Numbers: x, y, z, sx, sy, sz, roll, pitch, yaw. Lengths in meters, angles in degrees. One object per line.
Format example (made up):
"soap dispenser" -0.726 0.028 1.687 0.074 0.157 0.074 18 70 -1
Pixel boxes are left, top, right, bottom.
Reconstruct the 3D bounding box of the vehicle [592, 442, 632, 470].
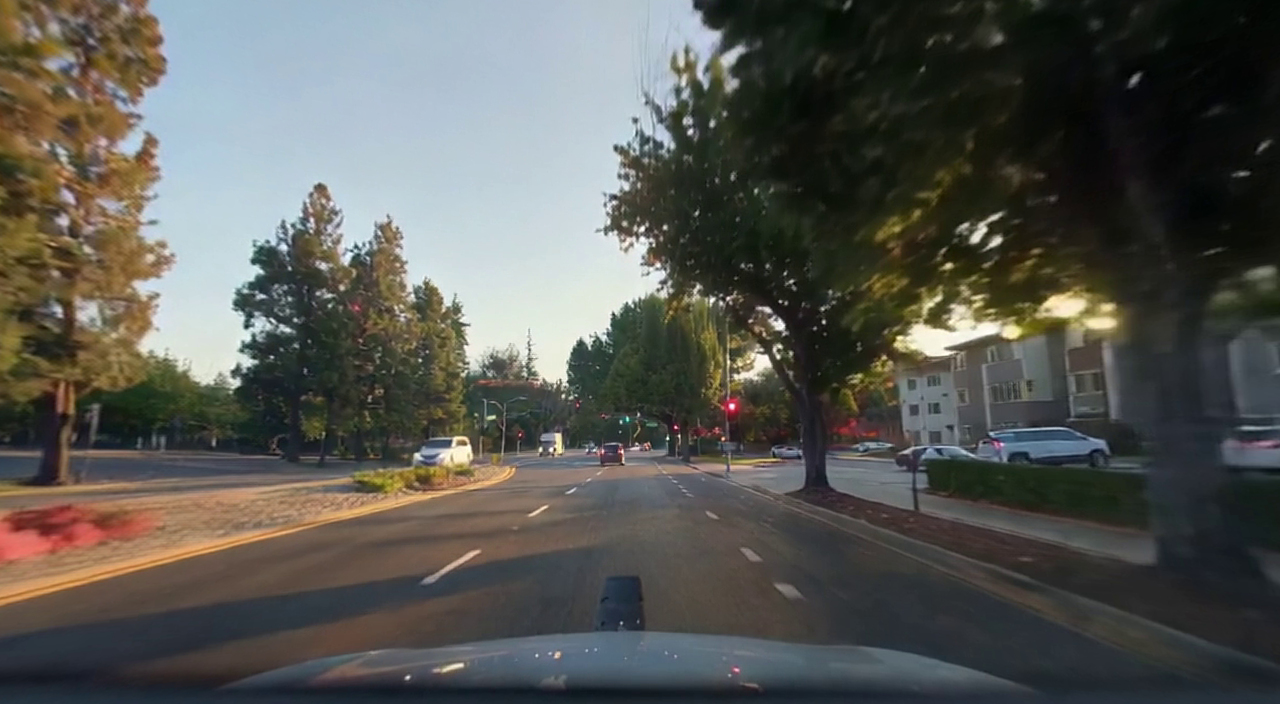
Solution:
"vehicle" -1.565 6.015 36.891 2.011 1.498 4.914 0 -8 1

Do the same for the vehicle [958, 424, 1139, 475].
"vehicle" 15.484 3.701 24.099 5.604 1.833 2.128 1 -9 -7

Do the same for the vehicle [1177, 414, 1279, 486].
"vehicle" 16.779 2.491 16.101 4.564 1.663 2.033 1 -9 -8

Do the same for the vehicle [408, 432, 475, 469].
"vehicle" -11.456 5.750 36.941 2.193 1.977 5.481 0 -8 0
